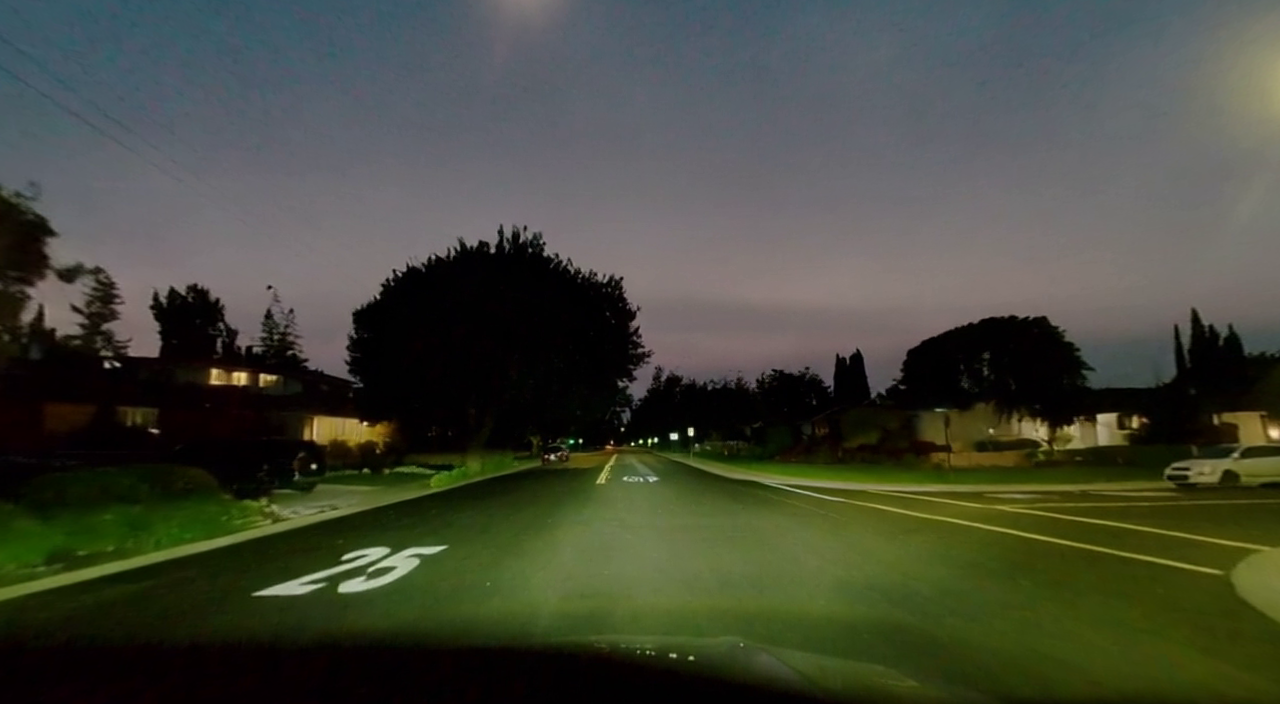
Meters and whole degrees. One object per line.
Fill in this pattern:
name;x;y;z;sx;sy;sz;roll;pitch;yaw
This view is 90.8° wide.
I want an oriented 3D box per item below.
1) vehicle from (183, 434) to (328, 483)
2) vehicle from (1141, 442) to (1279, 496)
vehicle;-13.694;3.825;22.671;3.921;1.629;1.832;0;-10;1
vehicle;19.959;3.865;21.100;4.607;1.694;2.106;0;-9;-2
